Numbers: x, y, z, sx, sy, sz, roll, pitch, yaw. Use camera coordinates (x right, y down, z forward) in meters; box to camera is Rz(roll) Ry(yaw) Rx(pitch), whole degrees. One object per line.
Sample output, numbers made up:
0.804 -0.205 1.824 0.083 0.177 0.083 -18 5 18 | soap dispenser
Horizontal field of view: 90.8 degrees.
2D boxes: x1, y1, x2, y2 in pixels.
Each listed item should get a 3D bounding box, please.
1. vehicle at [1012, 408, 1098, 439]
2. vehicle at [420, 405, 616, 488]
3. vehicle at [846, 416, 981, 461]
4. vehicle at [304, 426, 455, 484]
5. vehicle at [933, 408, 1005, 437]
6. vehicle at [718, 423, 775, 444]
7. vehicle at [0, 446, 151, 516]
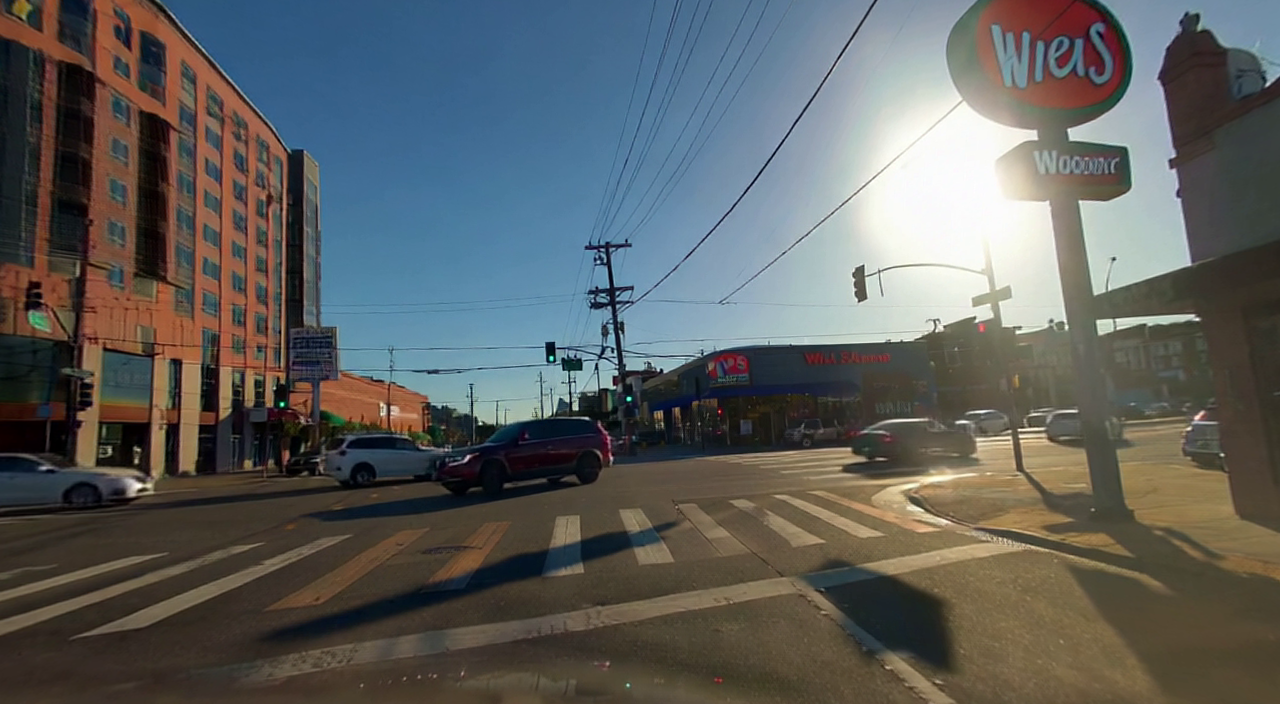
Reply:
21.439 3.736 32.615 4.433 1.453 1.804 4 -10 -30 | vehicle
-3.234 2.722 18.260 2.374 1.985 5.588 -5 -10 31 | vehicle
9.891 3.140 22.806 4.707 1.487 1.907 4 -10 -28 | vehicle
-8.786 3.503 21.695 2.105 1.761 4.292 -5 -10 31 | vehicle
22.439 4.845 43.044 4.474 1.788 2.039 4 -10 -28 | vehicle
7.607 5.866 45.402 1.866 1.430 3.901 5 -10 -30 | vehicle
-14.886 3.123 15.584 4.300 1.579 2.166 6 -10 -36 | vehicle
